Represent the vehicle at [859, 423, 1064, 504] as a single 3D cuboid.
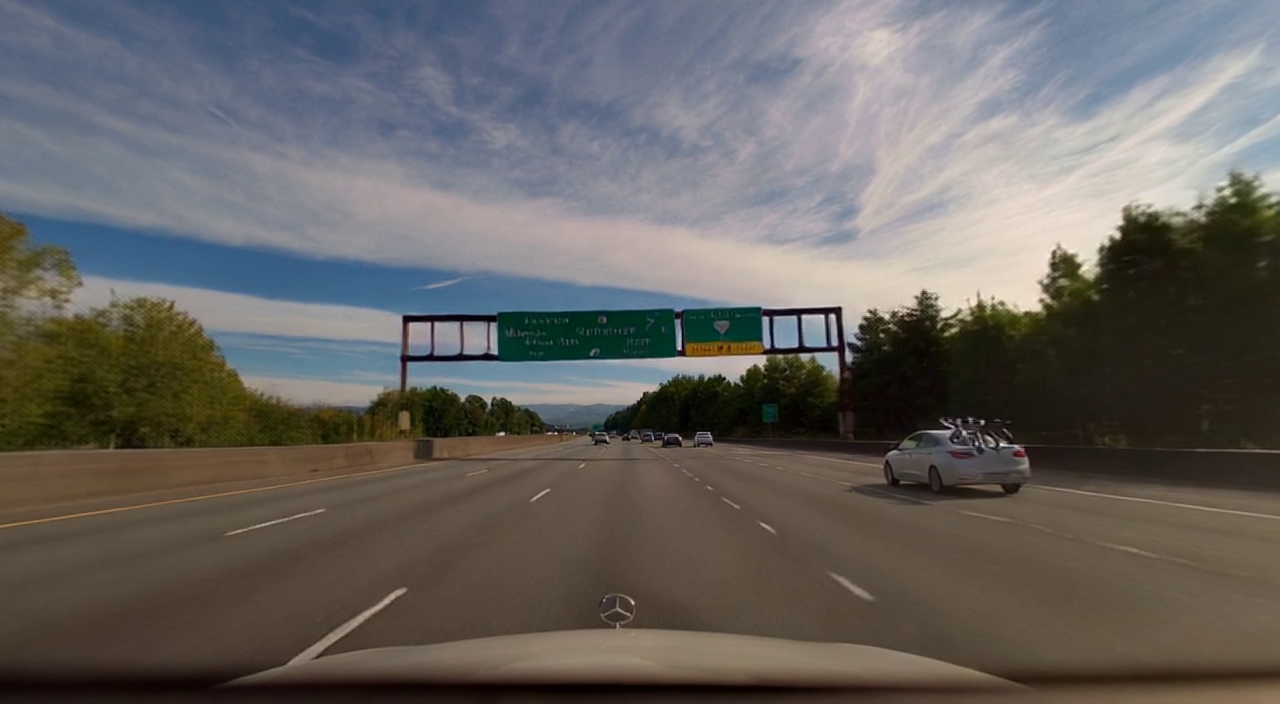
[{"bbox_3d":[6.938,2.424,14.366,2.034,1.511,4.785,0,-8,-2],"label":"vehicle"}]
